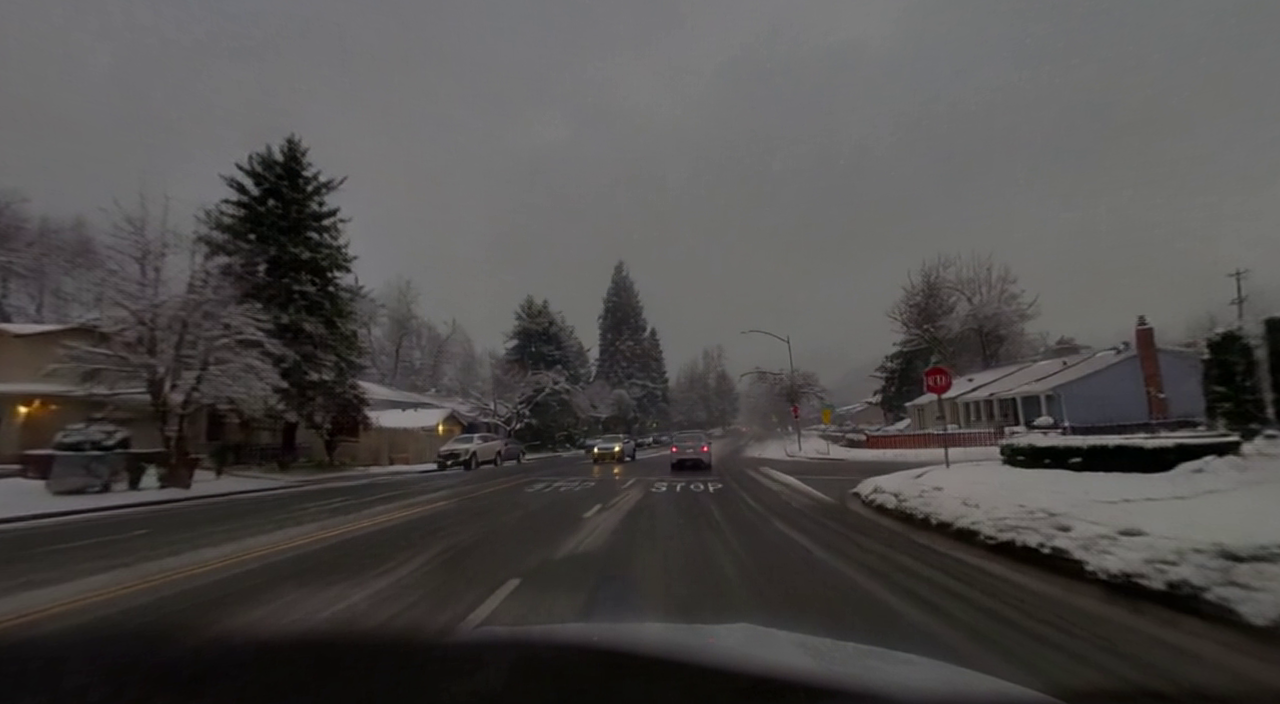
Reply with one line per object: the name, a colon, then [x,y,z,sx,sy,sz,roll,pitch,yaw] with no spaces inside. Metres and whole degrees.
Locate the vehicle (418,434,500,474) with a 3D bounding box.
vehicle: [-10.276,5.819,36.242,2.191,1.980,5.888,-5,-9,9]

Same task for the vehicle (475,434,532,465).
vehicle: [-9.014,6.521,41.904,2.076,1.864,4.730,-4,-10,9]

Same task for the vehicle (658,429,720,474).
vehicle: [1.893,3.627,23.098,1.955,1.459,4.383,-1,-9,8]

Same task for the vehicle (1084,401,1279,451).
vehicle: [19.813,2.810,23.292,4.989,1.564,2.007,-3,-12,13]

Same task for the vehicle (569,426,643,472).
vehicle: [-1.280,3.943,25.761,2.178,1.695,4.339,-1,-9,8]
